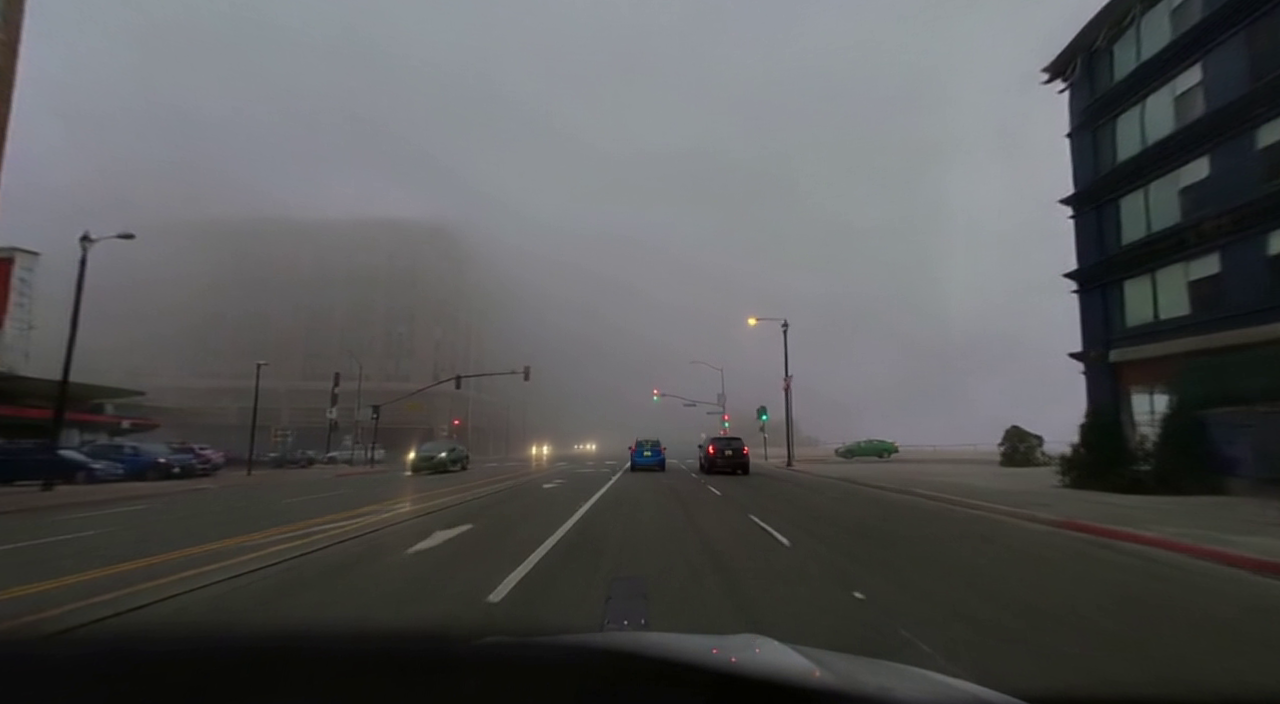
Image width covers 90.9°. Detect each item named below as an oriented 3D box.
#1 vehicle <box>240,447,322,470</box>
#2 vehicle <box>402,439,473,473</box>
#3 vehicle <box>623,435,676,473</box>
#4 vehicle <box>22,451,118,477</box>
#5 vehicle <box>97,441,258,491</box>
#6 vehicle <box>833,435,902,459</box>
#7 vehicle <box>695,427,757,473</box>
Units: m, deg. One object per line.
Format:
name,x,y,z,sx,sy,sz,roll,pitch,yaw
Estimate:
vehicle,-25.515,7.571,44.899,4.499,1.503,2.151,1,-8,-6
vehicle,-10.718,5.535,33.750,2.232,1.669,4.354,0,-9,1
vehicle,0.405,4.620,28.698,2.245,1.587,4.094,0,-9,0
vehicle,-37.944,7.444,42.060,4.234,1.573,2.229,-1,-9,0
vehicle,-20.076,4.947,27.566,5.223,2.060,2.247,0,-9,1
vehicle,17.641,7.386,48.948,4.556,1.693,2.030,1,-9,-1
vehicle,3.926,4.593,29.572,2.159,1.938,4.836,0,-9,-1
